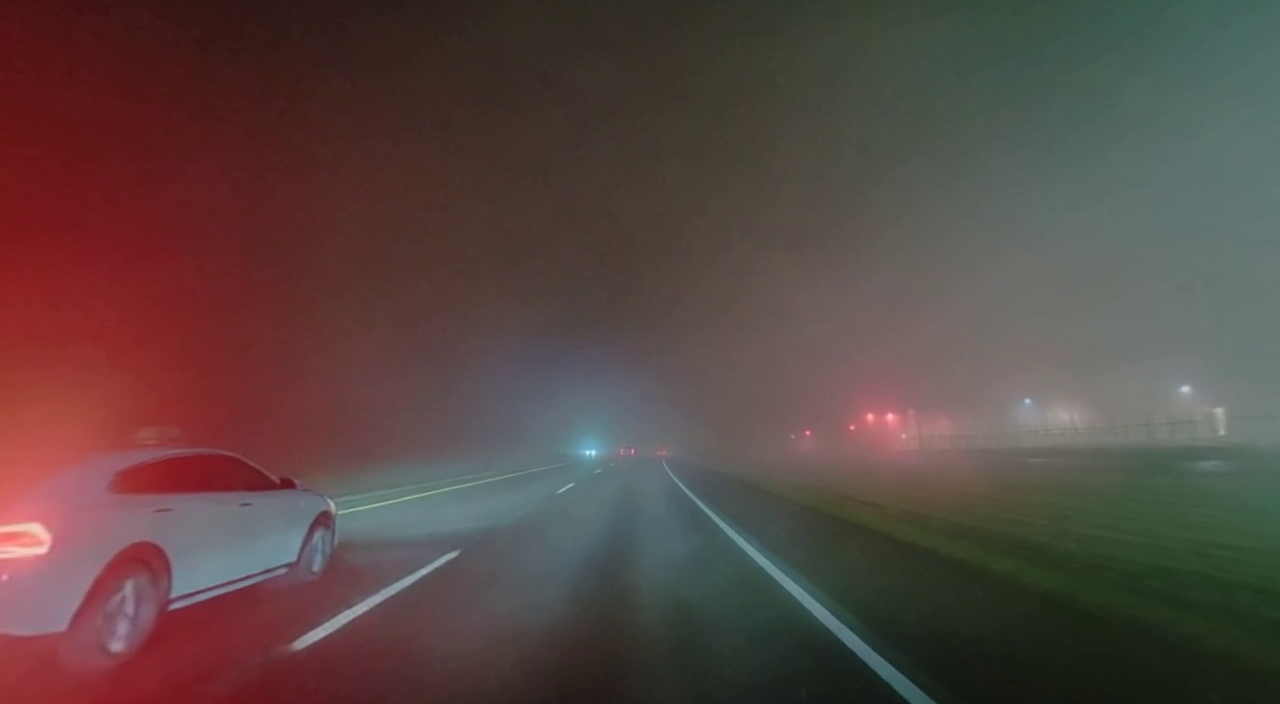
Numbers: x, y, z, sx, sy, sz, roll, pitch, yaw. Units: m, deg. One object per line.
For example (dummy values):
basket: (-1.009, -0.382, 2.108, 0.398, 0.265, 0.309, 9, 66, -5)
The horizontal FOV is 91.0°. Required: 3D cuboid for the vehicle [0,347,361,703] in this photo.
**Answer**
vehicle: (-4.165, 1.082, 4.406, 2.193, 1.771, 4.757, 0, -9, 1)
